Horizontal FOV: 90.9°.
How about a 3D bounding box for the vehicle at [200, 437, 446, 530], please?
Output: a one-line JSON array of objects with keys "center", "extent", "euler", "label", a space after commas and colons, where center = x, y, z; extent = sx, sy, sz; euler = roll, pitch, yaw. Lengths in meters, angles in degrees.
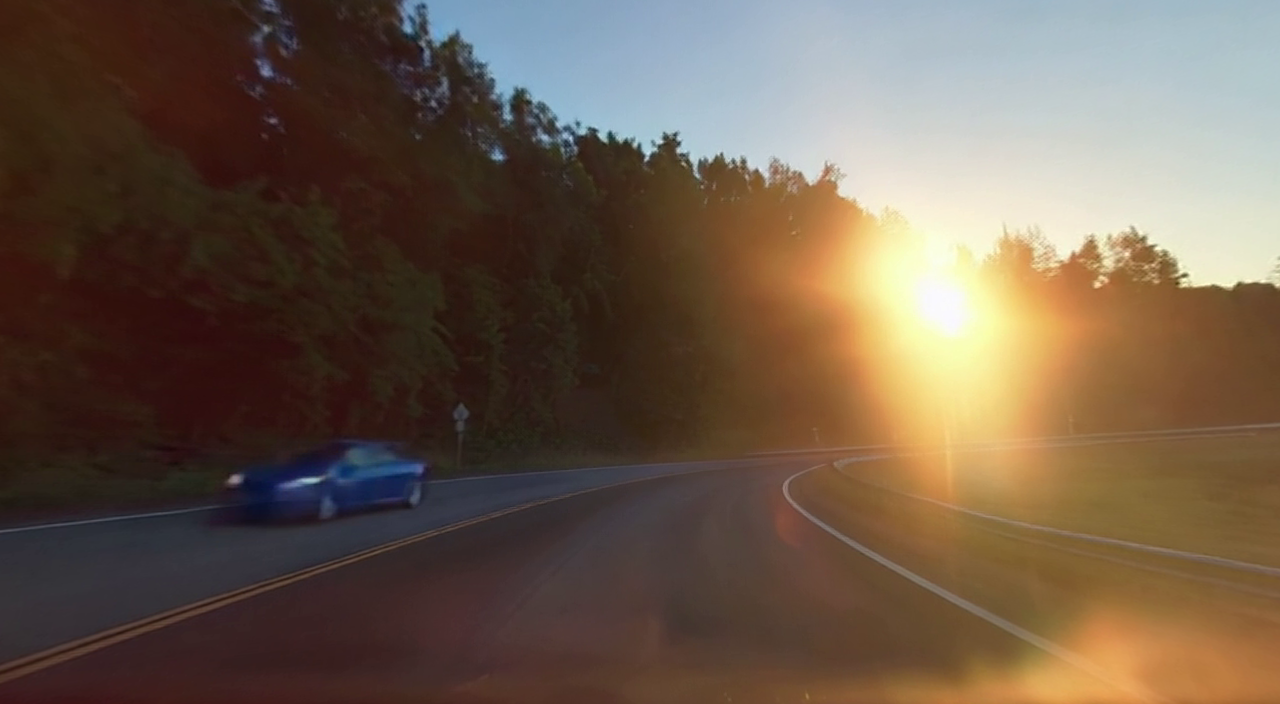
[{"center": [-6.024, 2.562, 12.893], "extent": [2.111, 1.509, 4.823], "euler": [-1, -9, 7], "label": "vehicle"}]
